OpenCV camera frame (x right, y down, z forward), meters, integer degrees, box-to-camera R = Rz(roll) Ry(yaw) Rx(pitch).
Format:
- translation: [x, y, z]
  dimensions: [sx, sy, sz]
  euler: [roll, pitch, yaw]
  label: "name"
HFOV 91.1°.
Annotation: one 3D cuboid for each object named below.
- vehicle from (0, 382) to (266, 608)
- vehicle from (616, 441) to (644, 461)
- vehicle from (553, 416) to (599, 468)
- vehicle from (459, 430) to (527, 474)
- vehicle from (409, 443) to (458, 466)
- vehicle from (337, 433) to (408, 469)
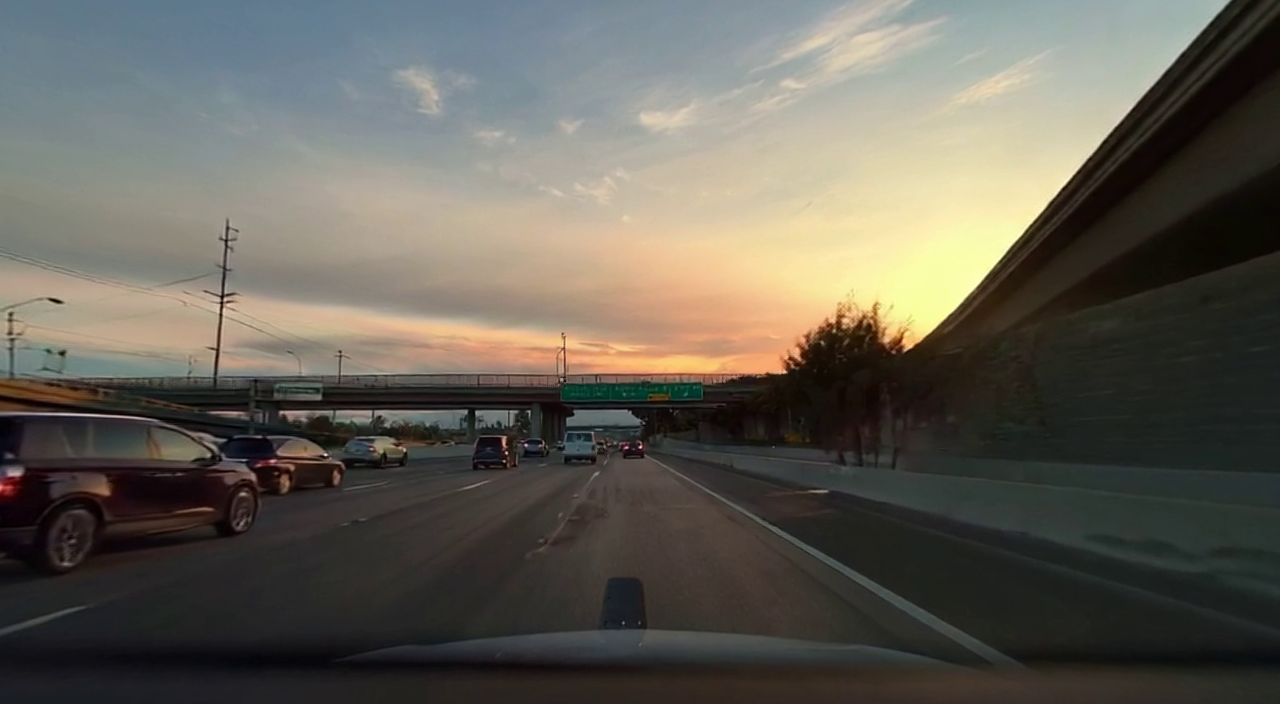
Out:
- translation: [-6.344, 1.249, 5.708]
  dimensions: [2.355, 1.805, 5.938]
  euler: [0, -8, -2]
  label: "vehicle"
- translation: [-0.805, 7.764, 49.356]
  dimensions: [2.079, 1.506, 4.488]
  euler: [0, -8, -2]
  label: "vehicle"
- translation: [-3.733, 5.465, 38.031]
  dimensions: [2.301, 2.843, 6.458]
  euler: [0, -8, -2]
  label: "vehicle"
- translation: [-7.017, 4.823, 30.465]
  dimensions: [2.179, 1.948, 4.618]
  euler: [0, -8, 0]
  label: "vehicle"
- translation: [-13.919, 6.897, 42.543]
  dimensions: [1.899, 1.485, 4.368]
  euler: [0, -8, -1]
  label: "vehicle"
- translation: [-17.308, 6.416, 40.999]
  dimensions: [2.258, 2.139, 5.495]
  euler: [0, -8, -1]
  label: "vehicle"
